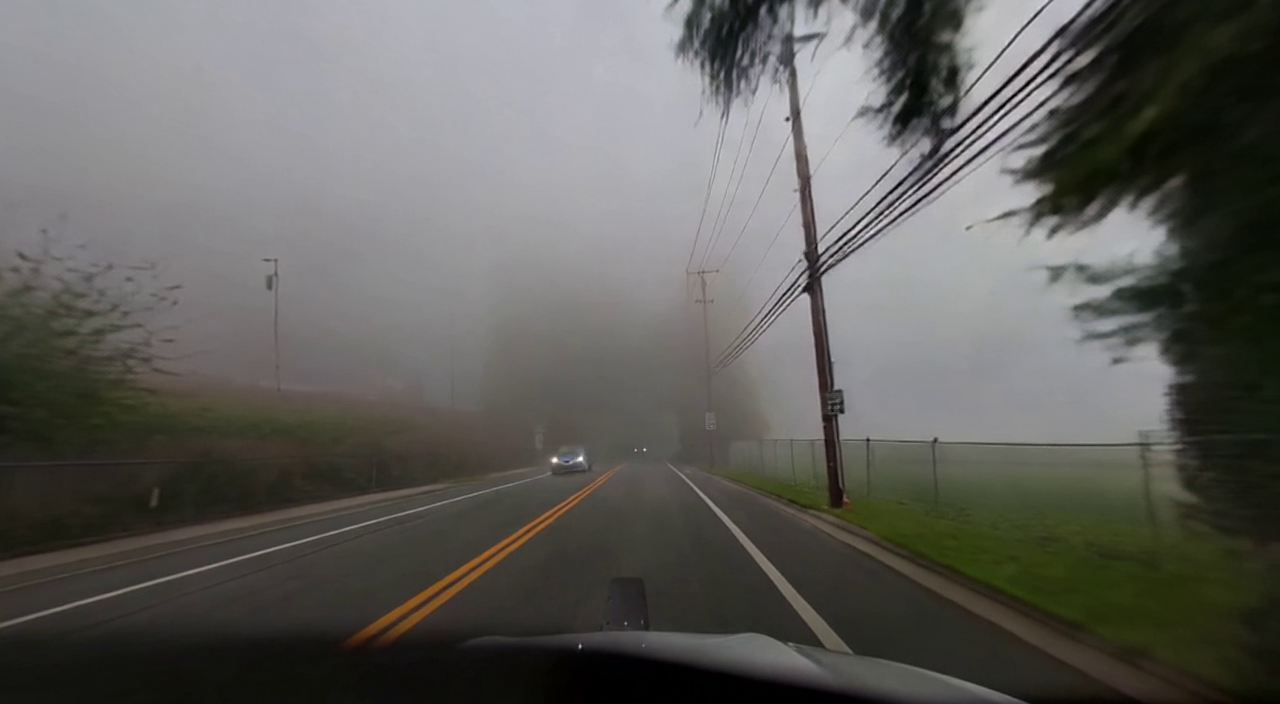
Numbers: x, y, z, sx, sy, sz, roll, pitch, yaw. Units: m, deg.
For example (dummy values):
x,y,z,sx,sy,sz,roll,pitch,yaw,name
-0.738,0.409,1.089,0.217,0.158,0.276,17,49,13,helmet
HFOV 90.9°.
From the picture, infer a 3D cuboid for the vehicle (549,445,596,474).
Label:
x,y,z,sx,sy,sz,roll,pitch,yaw,name
-3.687,5.938,35.200,1.975,1.481,4.445,-1,-9,3,vehicle
